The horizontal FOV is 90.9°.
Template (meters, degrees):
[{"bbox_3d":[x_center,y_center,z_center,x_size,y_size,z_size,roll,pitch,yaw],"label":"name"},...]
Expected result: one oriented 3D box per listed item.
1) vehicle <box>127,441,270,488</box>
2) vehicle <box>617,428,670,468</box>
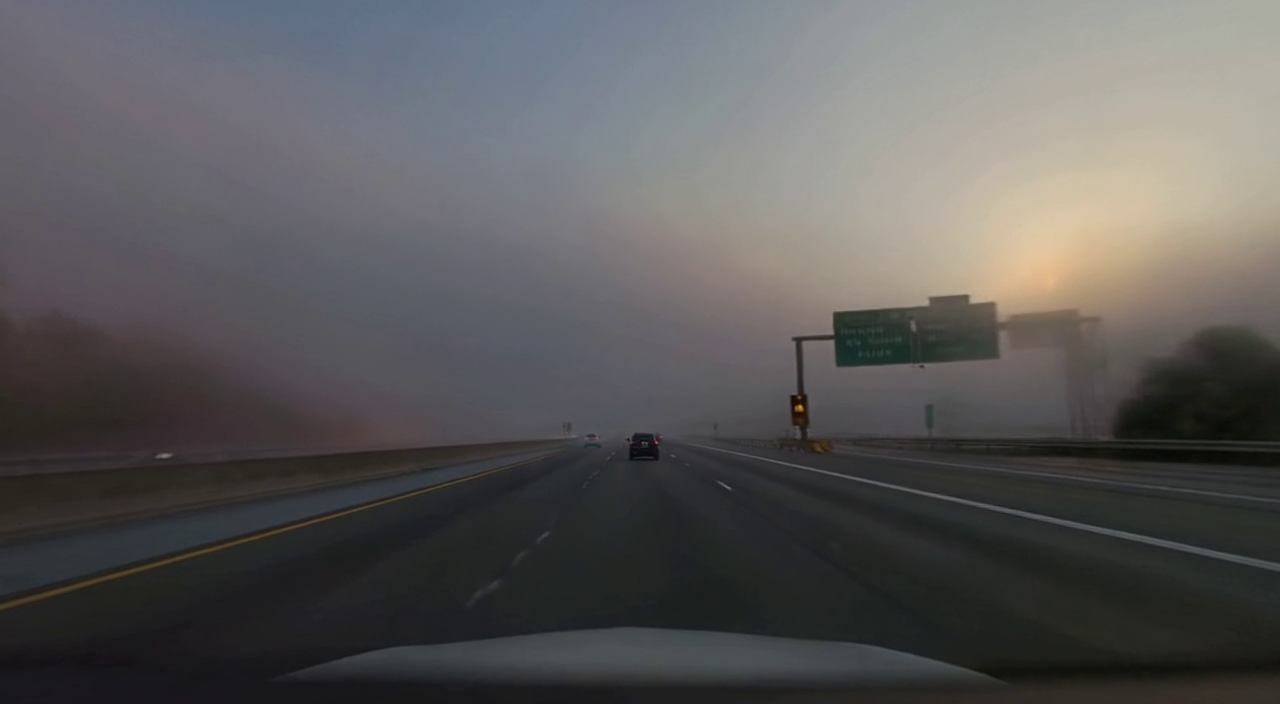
[{"bbox_3d":[-15.462,3.915,22.455,1.904,1.480,4.520,0,-8,-1],"label":"vehicle"},{"bbox_3d":[0.072,4.037,26.611,2.086,1.554,3.875,0,-8,-2],"label":"vehicle"}]
